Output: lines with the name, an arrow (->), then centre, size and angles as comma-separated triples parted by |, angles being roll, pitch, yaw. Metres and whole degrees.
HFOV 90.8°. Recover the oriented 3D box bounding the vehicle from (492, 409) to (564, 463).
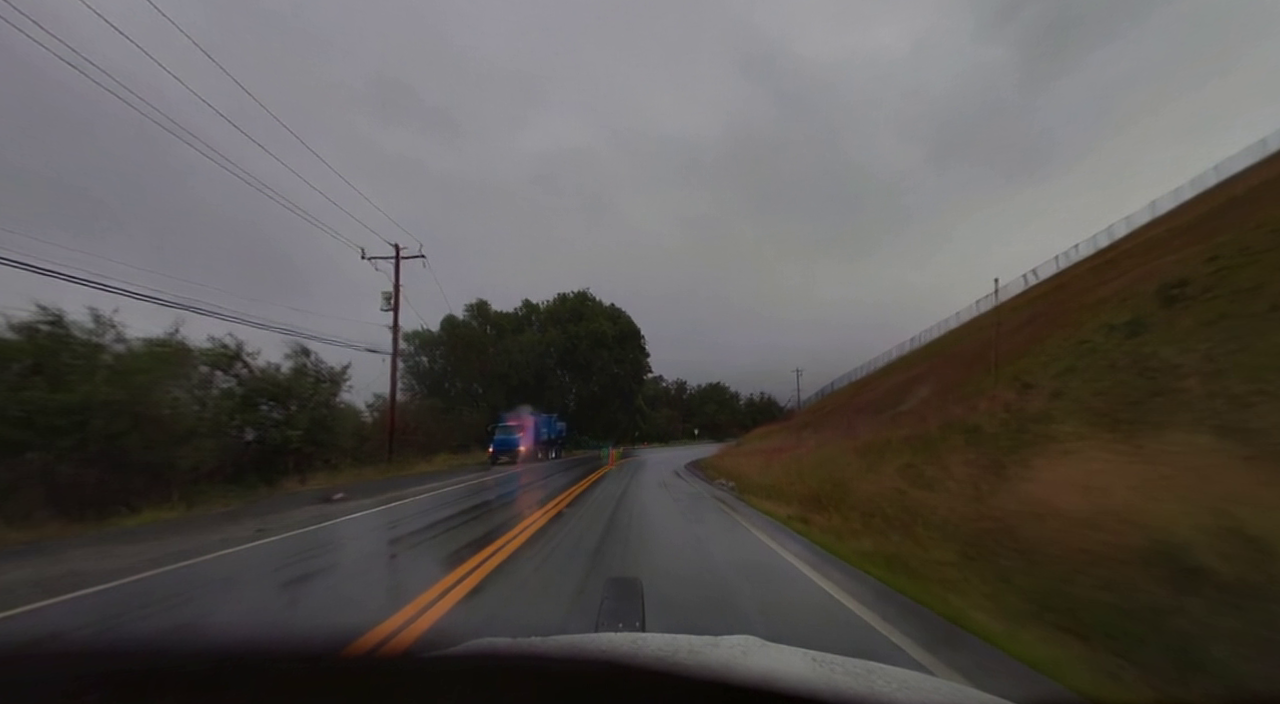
vehicle -> -7.319, 5.662, 42.217 | 3.031, 3.185, 7.053 | -3, -9, 4
